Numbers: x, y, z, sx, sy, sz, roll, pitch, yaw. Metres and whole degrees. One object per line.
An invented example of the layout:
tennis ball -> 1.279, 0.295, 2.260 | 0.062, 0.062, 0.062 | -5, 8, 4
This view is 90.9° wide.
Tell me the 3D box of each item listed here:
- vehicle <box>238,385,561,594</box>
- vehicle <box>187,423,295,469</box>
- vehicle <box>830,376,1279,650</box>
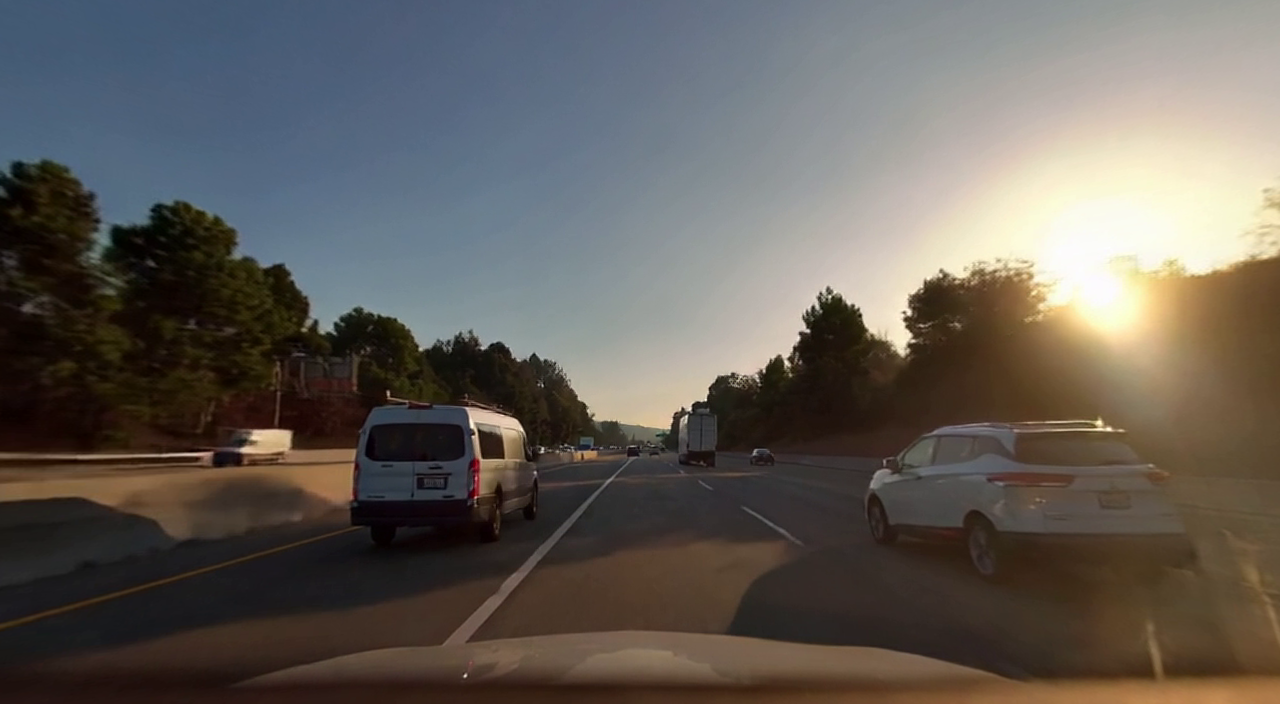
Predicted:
vehicle -> -2.575, 1.662, 8.599 | 2.159, 1.922, 5.345 | 0, -8, 2
vehicle -> -24.873, 5.889, 39.676 | 2.288, 2.634, 5.966 | -1, -8, 7
vehicle -> 3.905, 1.437, 6.736 | 2.209, 1.862, 4.717 | 0, -8, -1
